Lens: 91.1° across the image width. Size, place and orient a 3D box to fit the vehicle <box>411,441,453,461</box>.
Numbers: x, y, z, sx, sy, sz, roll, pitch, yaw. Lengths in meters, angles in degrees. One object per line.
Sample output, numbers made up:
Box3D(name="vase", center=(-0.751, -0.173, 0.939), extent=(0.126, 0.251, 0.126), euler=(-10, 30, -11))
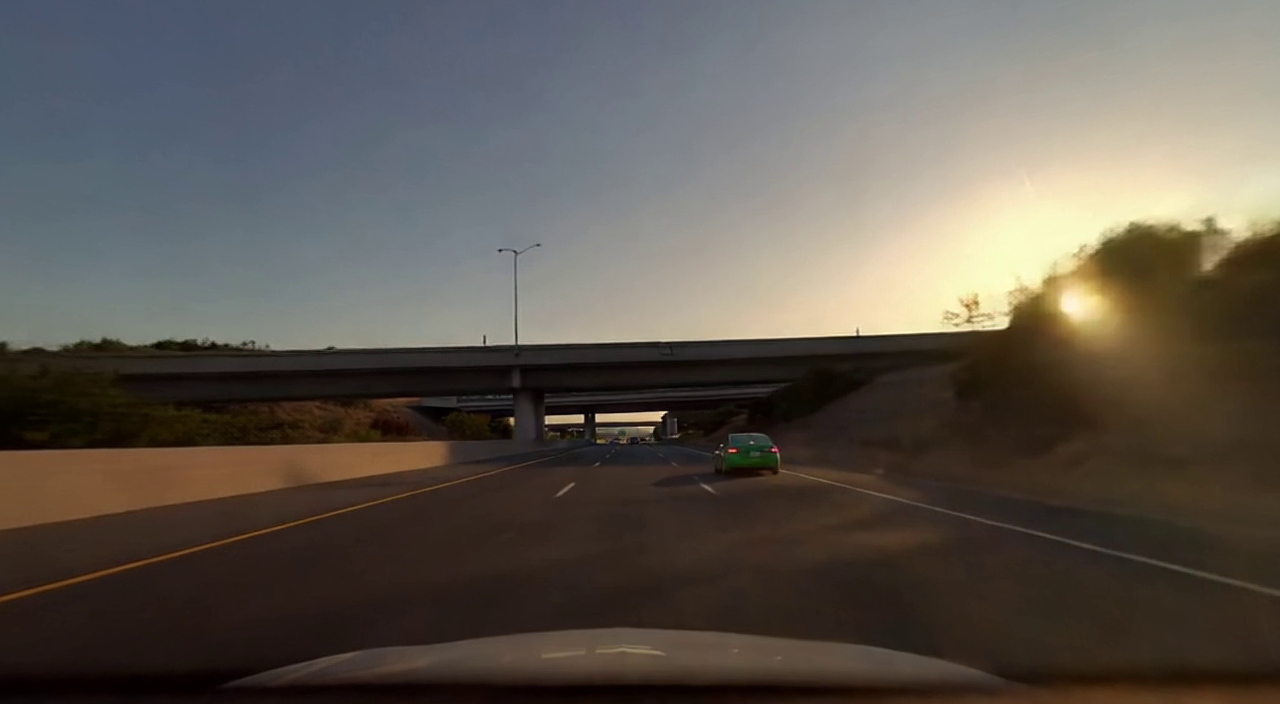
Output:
Box3D(name="vehicle", center=(-16.314, 7.766, 49.510), extent=(1.853, 1.514, 4.183), euler=(0, -8, 0))

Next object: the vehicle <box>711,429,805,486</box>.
Box3D(name="vehicle", center=(3.371, 3.092, 18.830), extent=(1.946, 1.481, 3.969), euler=(0, -8, -2))
